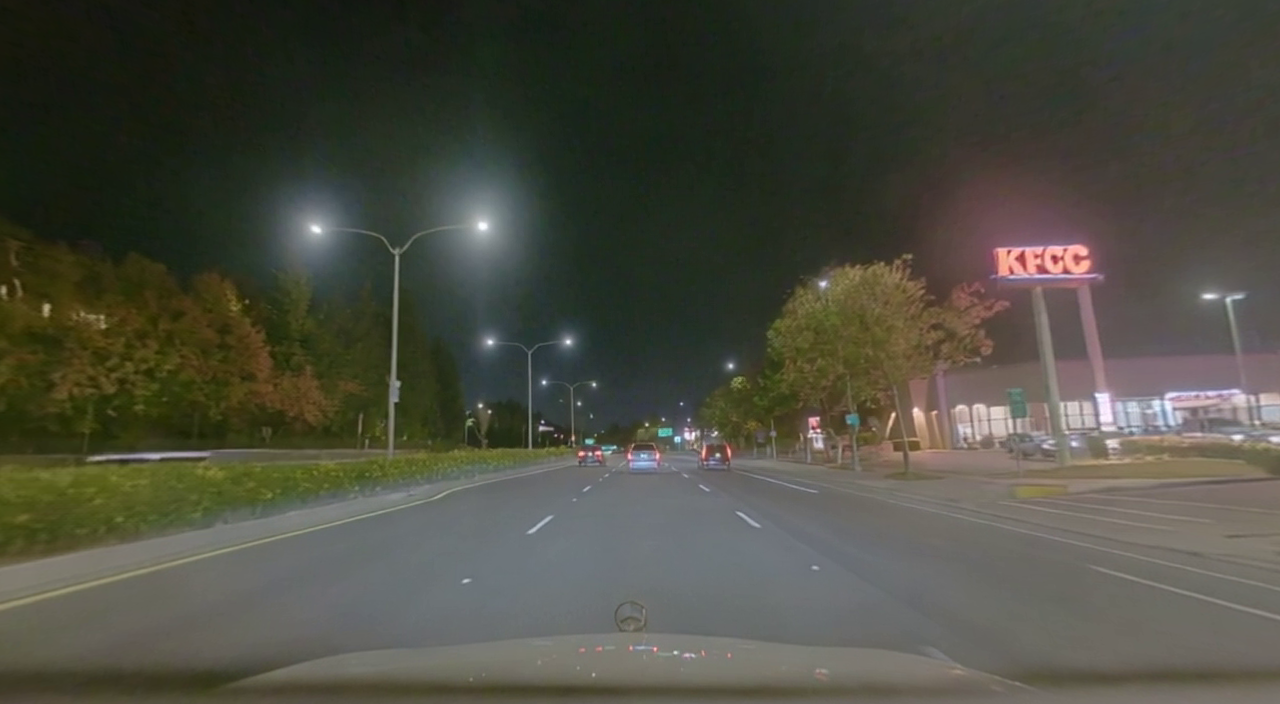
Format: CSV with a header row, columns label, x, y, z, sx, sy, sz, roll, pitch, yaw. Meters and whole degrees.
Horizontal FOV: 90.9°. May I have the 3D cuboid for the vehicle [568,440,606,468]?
label,x,y,z,sx,sy,sz,roll,pitch,yaw
vehicle,-3.243,6.323,39.186,1.995,1.607,4.086,0,-8,0

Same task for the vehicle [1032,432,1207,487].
label,x,y,z,sx,sy,sz,roll,pitch,yaw
vehicle,14.989,3.385,20.132,2.099,1.526,4.555,-1,-8,2

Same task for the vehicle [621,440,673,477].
label,x,y,z,sx,sy,sz,roll,pitch,yaw
vehicle,0.272,4.602,27.457,2.059,1.477,4.216,0,-8,0

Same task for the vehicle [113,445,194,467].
label,x,y,z,sx,sy,sz,roll,pitch,yaw
vehicle,-36.159,7.731,46.931,4.357,1.591,1.981,0,-9,-2

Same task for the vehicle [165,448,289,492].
label,x,y,z,sx,sy,sz,roll,pitch,yaw
vehicle,-15.657,4.459,24.219,1.796,1.466,4.362,0,-8,0

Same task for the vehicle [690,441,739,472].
label,x,y,z,sx,sy,sz,roll,pitch,yaw
vehicle,3.723,5.343,32.344,2.012,1.462,4.400,0,-8,0

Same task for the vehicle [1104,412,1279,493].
label,x,y,z,sx,sy,sz,roll,pitch,yaw
vehicle,17.394,3.006,19.201,2.131,2.070,5.579,-1,-9,-1

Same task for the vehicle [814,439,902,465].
label,x,y,z,sx,sy,sz,roll,pitch,yaw
vehicle,12.902,5.961,37.585,4.622,1.469,1.934,-2,-9,9
